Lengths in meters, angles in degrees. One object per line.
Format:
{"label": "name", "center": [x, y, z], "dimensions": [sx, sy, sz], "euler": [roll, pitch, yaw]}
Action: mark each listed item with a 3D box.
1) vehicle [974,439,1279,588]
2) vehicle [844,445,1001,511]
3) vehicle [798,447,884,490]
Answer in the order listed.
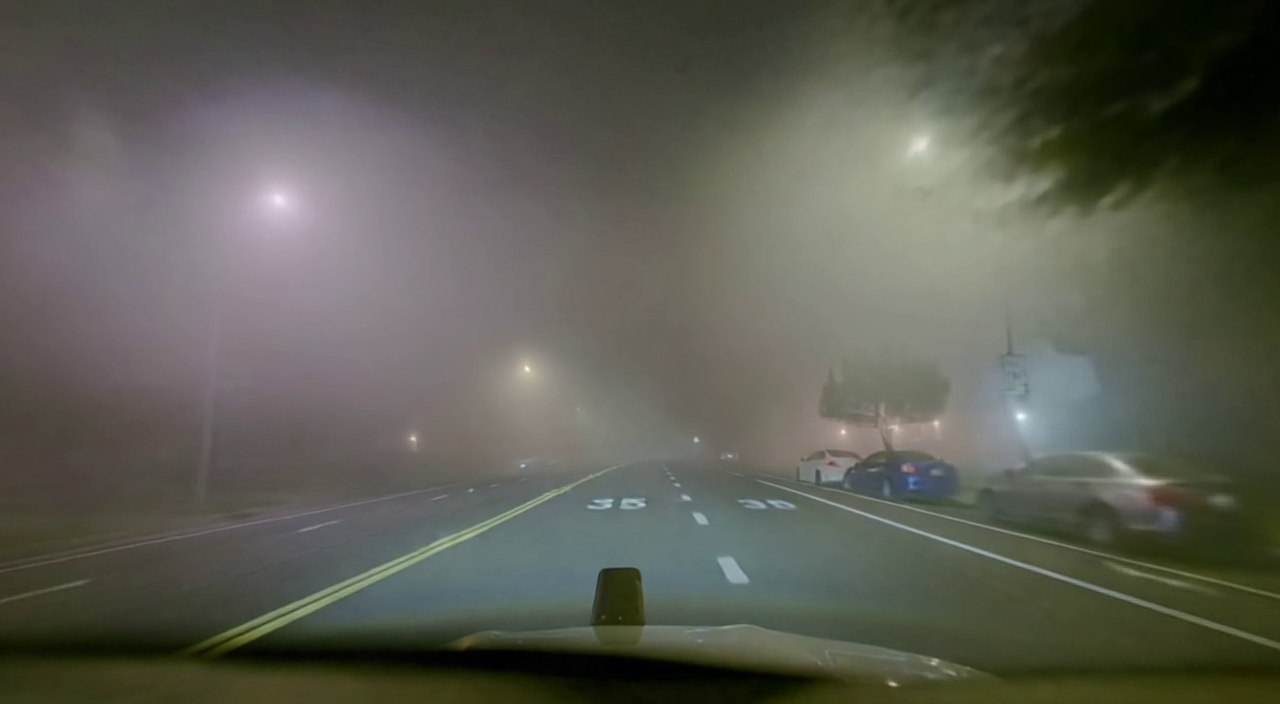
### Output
{"label": "vehicle", "center": [6.893, 1.991, 8.789], "dimensions": [1.940, 1.481, 4.650], "euler": [0, -9, 0]}
{"label": "vehicle", "center": [7.051, 3.168, 16.423], "dimensions": [2.001, 1.454, 4.494], "euler": [0, -9, 0]}
{"label": "vehicle", "center": [7.253, 4.218, 23.270], "dimensions": [1.854, 1.425, 4.316], "euler": [-1, -9, 2]}
